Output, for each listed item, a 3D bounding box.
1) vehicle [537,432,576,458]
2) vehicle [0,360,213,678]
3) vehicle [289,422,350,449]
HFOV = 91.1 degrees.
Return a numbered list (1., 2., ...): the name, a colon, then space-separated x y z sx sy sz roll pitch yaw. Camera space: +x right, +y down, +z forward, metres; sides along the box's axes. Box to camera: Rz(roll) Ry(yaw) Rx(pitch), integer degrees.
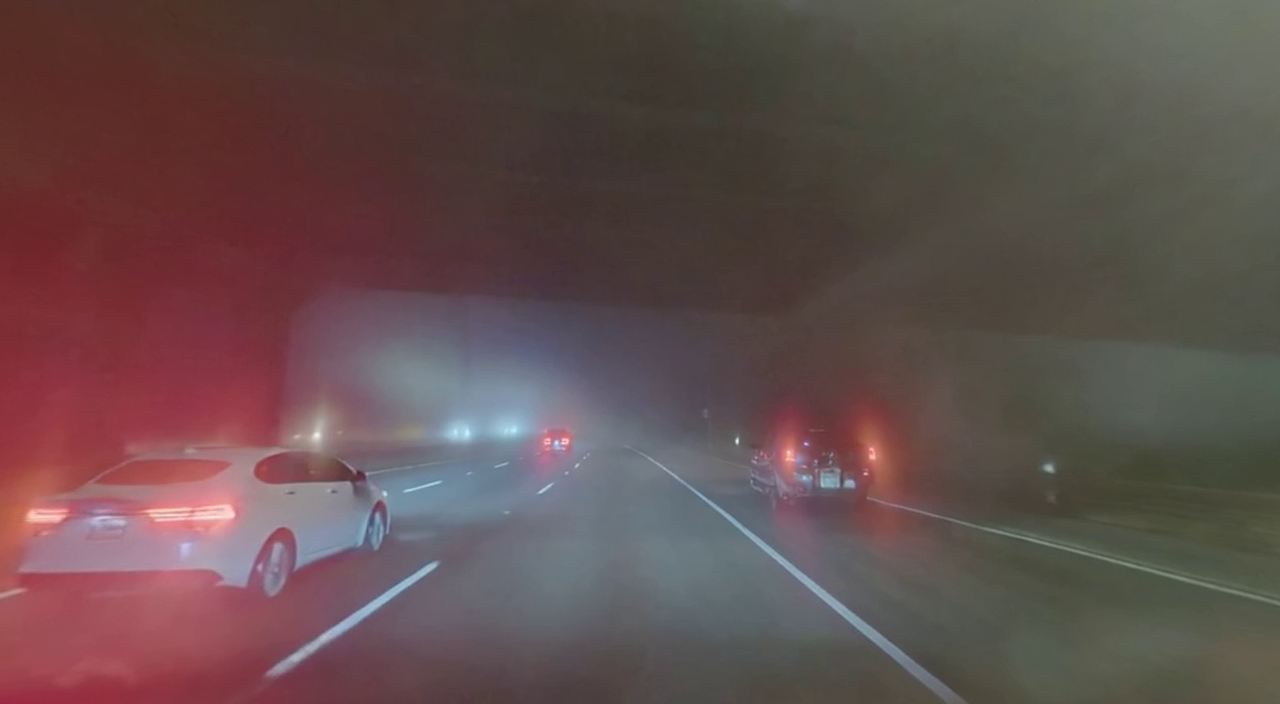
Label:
1. vehicle: -5.625 6.320 42.842 2.123 1.601 4.887 0 -8 -2
2. vehicle: -4.434 0.773 2.504 2.215 1.648 4.713 0 -8 -1
3. vehicle: -23.398 6.121 46.154 2.007 1.846 5.028 0 -8 -2
